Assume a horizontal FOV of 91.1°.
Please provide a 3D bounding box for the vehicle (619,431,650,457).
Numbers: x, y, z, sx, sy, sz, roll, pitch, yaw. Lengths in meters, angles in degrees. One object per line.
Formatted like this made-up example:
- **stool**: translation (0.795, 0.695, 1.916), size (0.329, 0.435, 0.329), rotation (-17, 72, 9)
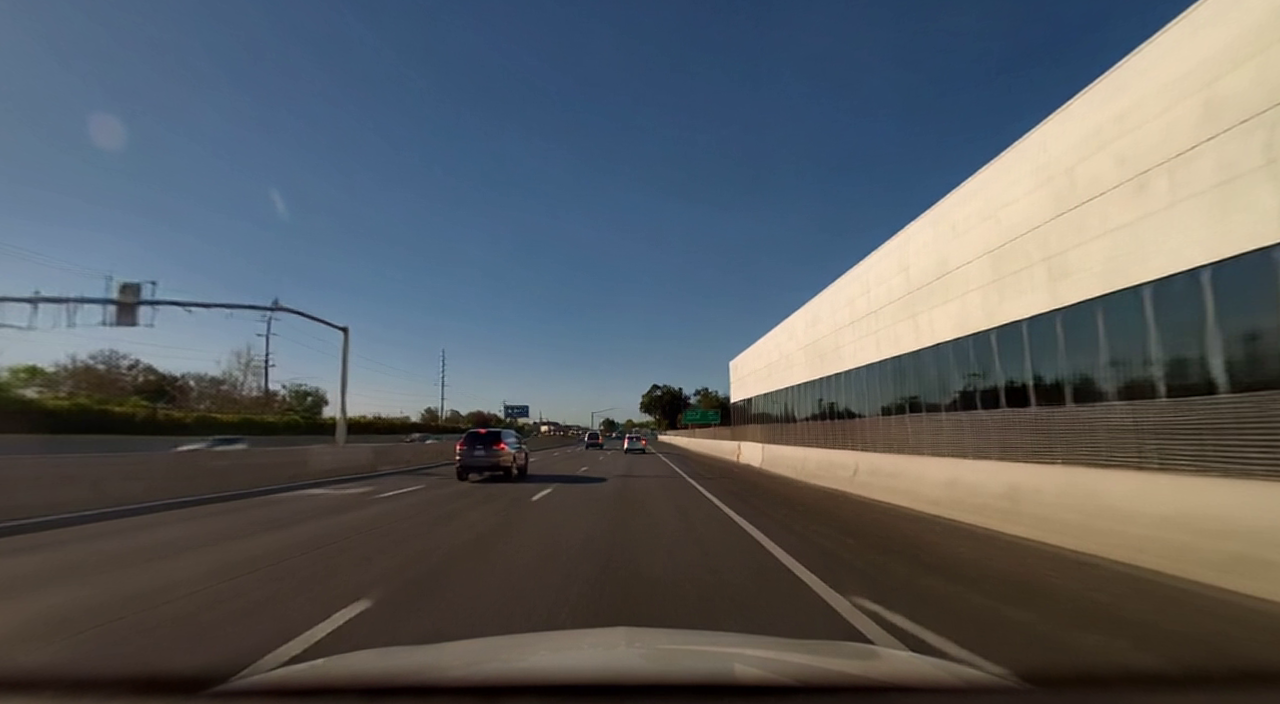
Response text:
- **vehicle**: translation (-0.380, 6.213, 42.537), size (2.036, 1.637, 4.009), rotation (0, -8, -1)

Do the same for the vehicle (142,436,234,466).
- **vehicle**: translation (-24.810, 5.410, 34.705), size (1.896, 1.505, 4.243), rotation (-1, -8, 1)

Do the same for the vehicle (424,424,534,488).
- **vehicle**: translation (-4.495, 2.962, 18.332), size (2.036, 1.612, 4.510), rotation (0, -8, -1)
